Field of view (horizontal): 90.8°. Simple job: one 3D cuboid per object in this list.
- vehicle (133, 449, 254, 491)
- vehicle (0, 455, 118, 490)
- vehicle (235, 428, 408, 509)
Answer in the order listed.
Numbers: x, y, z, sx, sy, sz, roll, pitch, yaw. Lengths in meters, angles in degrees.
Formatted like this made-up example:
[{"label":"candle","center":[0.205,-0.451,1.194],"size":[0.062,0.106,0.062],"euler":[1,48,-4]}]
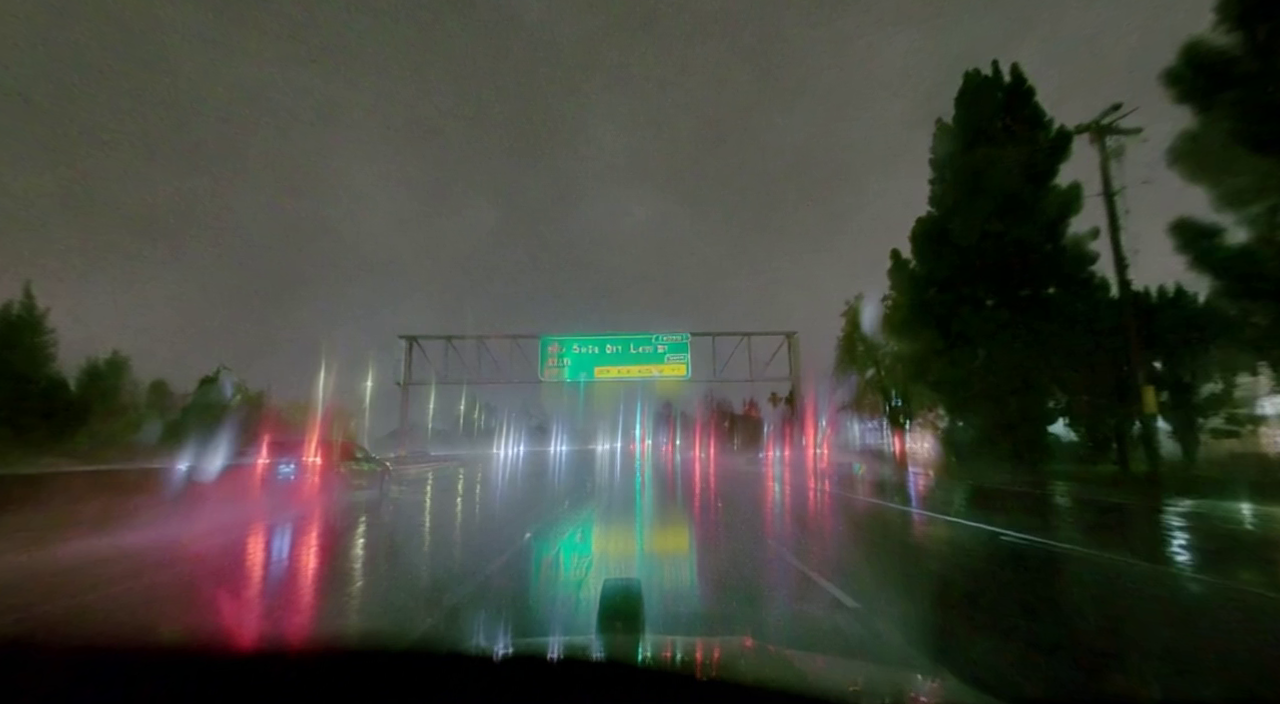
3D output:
[{"label":"vehicle","center":[-17.283,4.561,24.742],"size":[1.816,1.433,3.993],"euler":[-1,-9,0]},{"label":"vehicle","center":[-28.044,5.725,30.337],"size":[1.979,1.489,4.664],"euler":[0,-9,0]},{"label":"vehicle","center":[-7.696,2.843,15.886],"size":[2.089,1.724,4.327],"euler":[0,-9,0]}]
